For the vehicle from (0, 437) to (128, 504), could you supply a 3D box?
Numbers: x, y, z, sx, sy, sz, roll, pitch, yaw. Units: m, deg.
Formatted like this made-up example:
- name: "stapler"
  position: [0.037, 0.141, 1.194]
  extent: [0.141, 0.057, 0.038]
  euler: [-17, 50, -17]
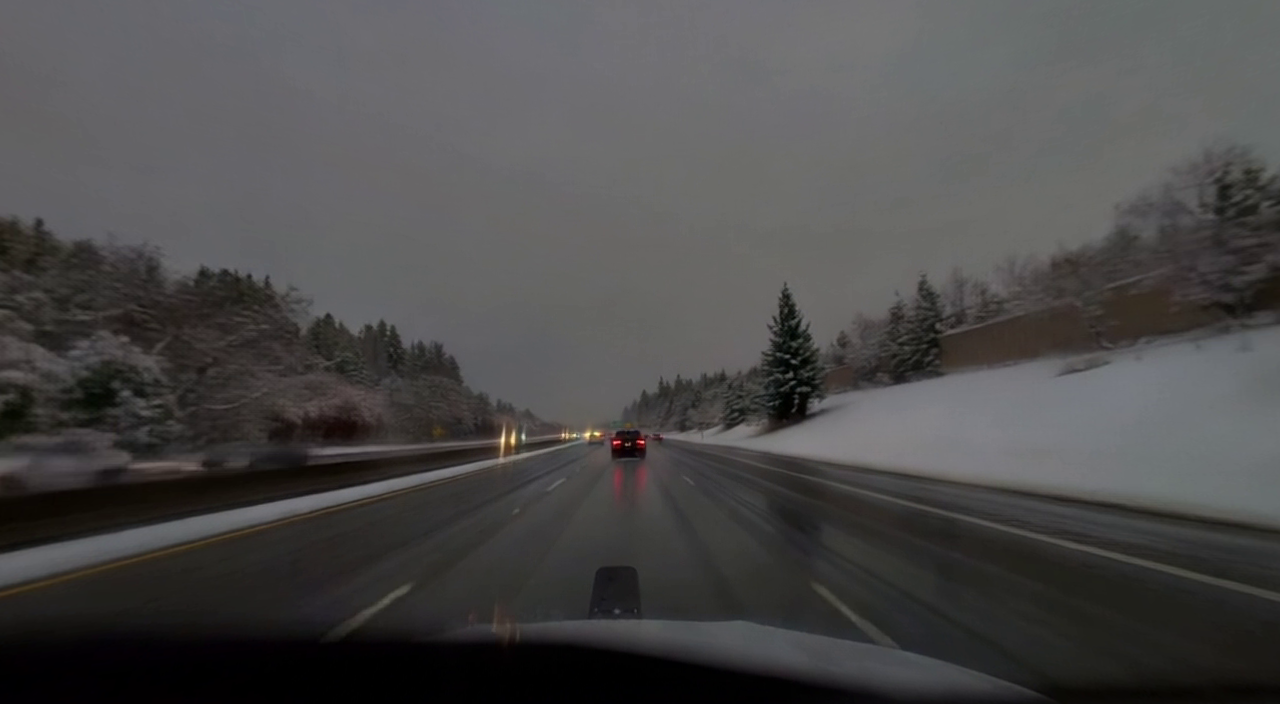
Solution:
- name: "vehicle"
  position: [-16.273, 3.044, 16.666]
  extent: [2.034, 1.584, 4.118]
  euler: [0, -8, -1]

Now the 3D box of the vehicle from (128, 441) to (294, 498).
- name: "vehicle"
  position: [-12.561, 3.413, 18.875]
  extent: [1.907, 1.444, 4.397]
  euler: [0, -8, -1]

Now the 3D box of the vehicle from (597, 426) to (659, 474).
- name: "vehicle"
  position: [-0.426, 3.561, 23.079]
  extent: [2.094, 1.600, 3.666]
  euler: [0, -8, -1]
